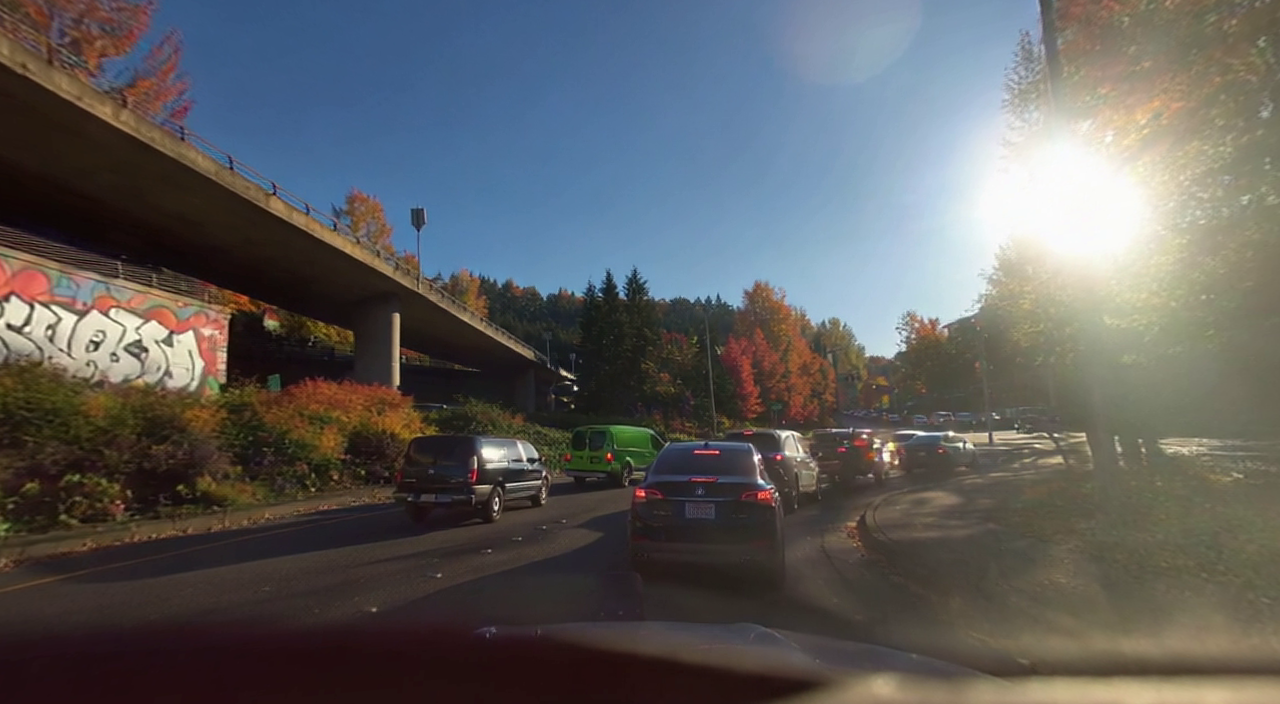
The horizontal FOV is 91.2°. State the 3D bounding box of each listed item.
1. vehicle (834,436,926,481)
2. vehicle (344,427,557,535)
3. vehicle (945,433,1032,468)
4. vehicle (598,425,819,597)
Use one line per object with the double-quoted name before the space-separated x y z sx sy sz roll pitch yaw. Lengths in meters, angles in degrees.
"vehicle" 8.763 3.825 22.707 1.780 1.446 3.902 -8 -12 41
"vehicle" -3.123 2.224 11.372 1.921 1.554 4.081 -2 -9 12
"vehicle" 15.857 4.449 28.448 3.934 1.485 1.763 6 -11 -34
"vehicle" 1.088 1.749 7.730 2.064 1.515 3.722 -3 -9 16
